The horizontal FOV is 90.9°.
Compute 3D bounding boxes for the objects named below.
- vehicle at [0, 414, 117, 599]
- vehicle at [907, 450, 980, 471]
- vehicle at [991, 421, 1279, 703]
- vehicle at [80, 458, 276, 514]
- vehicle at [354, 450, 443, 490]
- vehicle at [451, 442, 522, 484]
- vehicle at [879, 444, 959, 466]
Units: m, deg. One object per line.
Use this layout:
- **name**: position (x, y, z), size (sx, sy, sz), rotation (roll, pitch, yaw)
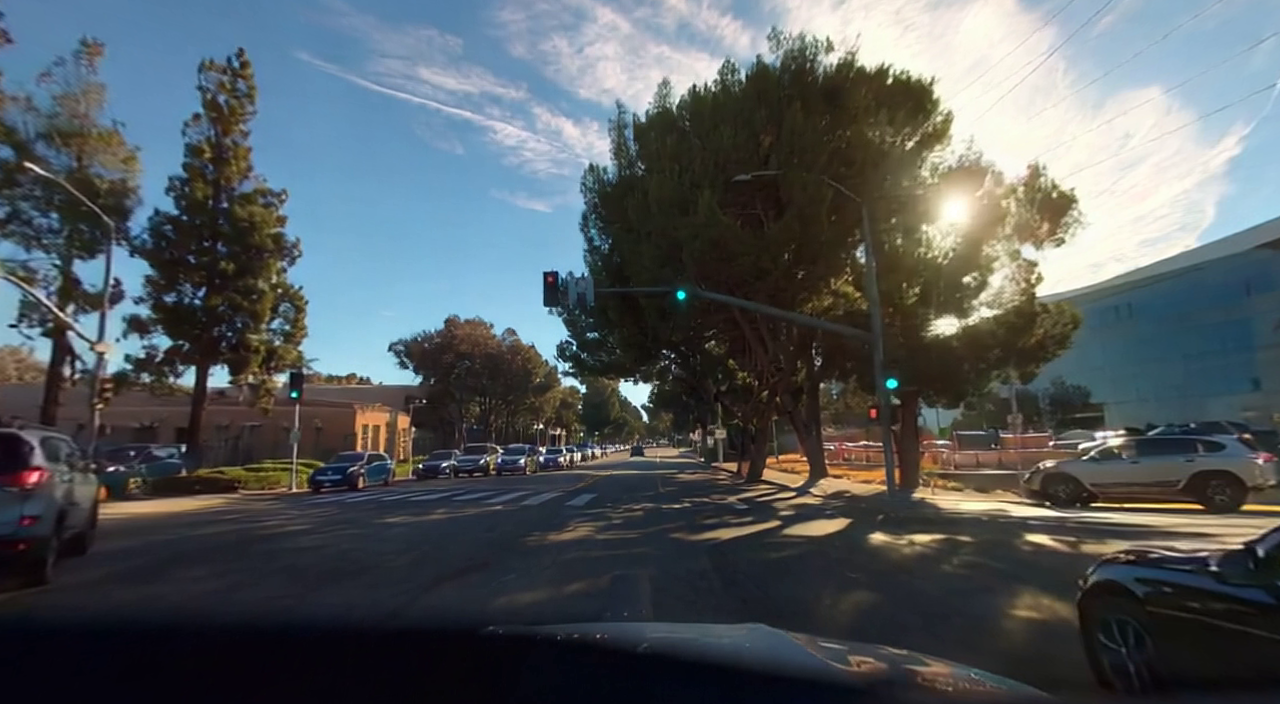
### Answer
- **vehicle**: position (-8.229, 1.732, 7.750), size (2.000, 1.789, 4.638), rotation (5, -10, -31)
- **vehicle**: position (20.620, 7.381, 42.900), size (4.120, 1.340, 1.654), rotation (-1, -8, 5)
- **vehicle**: position (3.661, 1.040, 2.584), size (1.966, 1.490, 4.429), rotation (0, -8, 1)
- **vehicle**: position (-15.098, 4.337, 20.933), size (2.011, 1.480, 4.747), rotation (-5, -10, 29)
- **vehicle**: position (-10.599, 5.210, 28.152), size (2.041, 1.548, 4.868), rotation (0, -8, 0)
- **vehicle**: position (-7.132, 5.179, 29.879), size (2.081, 1.818, 4.782), rotation (0, -8, 1)
- **vehicle**: position (20.937, 7.764, 47.382), size (5.037, 1.533, 1.901), rotation (-1, -9, 2)
